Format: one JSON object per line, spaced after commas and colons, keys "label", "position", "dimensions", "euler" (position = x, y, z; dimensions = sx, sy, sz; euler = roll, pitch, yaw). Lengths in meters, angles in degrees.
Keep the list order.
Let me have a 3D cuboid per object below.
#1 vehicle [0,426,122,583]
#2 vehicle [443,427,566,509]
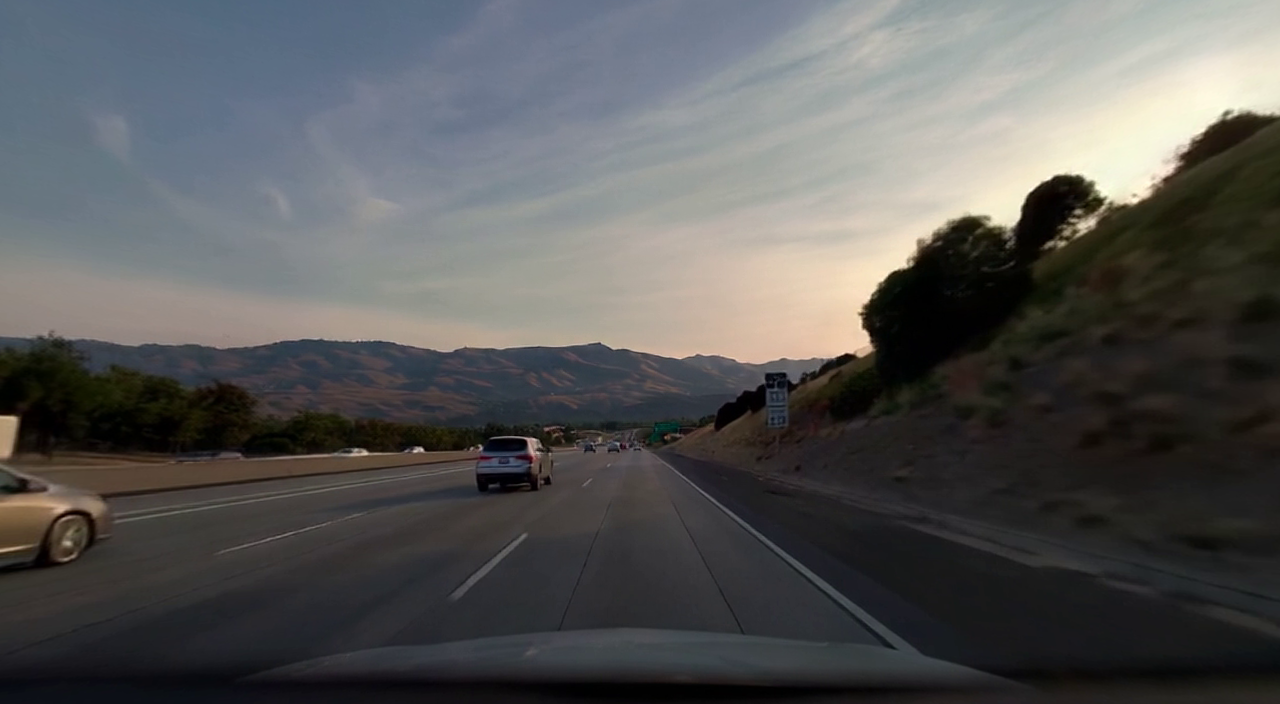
{"label": "vehicle", "position": [-7.203, 1.357, 5.259], "dimensions": [1.930, 1.508, 4.567], "euler": [0, -8, -1]}
{"label": "vehicle", "position": [-3.223, 2.876, 16.141], "dimensions": [2.029, 1.753, 4.718], "euler": [0, -8, 1]}
